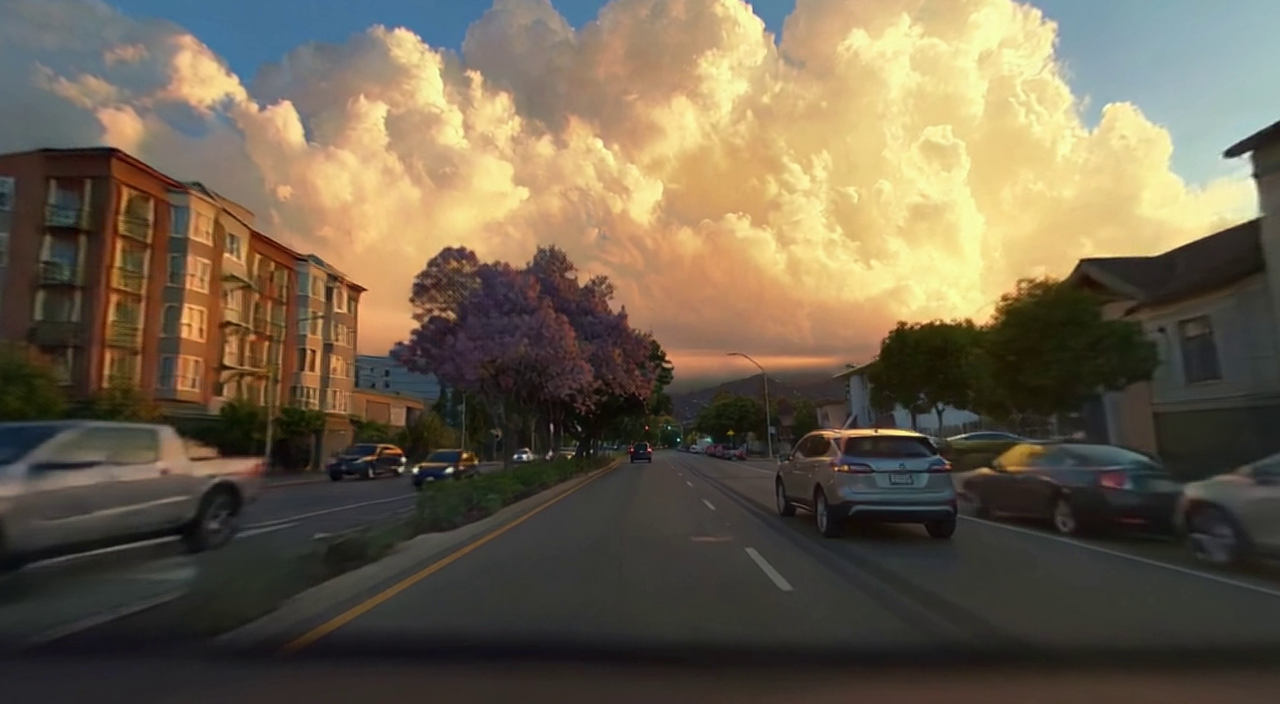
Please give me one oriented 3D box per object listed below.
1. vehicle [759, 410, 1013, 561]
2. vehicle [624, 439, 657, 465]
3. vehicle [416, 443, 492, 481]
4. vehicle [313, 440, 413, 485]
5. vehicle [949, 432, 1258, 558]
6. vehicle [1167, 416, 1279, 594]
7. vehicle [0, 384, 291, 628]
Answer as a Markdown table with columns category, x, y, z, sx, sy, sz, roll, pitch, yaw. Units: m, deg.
| category | x | y | z | sx | sy | sz | roll | pitch | yaw |
| --- | --- | --- | --- | --- | --- | --- | --- | --- | --- |
| vehicle | 3.314 | 1.894 | 9.714 | 2.071 | 1.747 | 4.549 | 0 | -8 | 0 |
| vehicle | 0.070 | 7.225 | 45.635 | 2.244 | 1.813 | 4.129 | 0 | -8 | 1 |
| vehicle | -7.930 | 4.725 | 27.330 | 1.931 | 1.491 | 4.026 | 0 | -8 | 2 |
| vehicle | -11.738 | 4.688 | 27.133 | 2.021 | 1.730 | 4.866 | 0 | -8 | 1 |
| vehicle | 7.309 | 2.197 | 10.749 | 1.865 | 1.576 | 4.651 | 1 | -7 | 2 |
| vehicle | 7.198 | 1.340 | 5.095 | 2.022 | 1.714 | 4.550 | 0 | -8 | 2 |
| vehicle | -5.717 | 1.327 | 6.022 | 2.034 | 1.771 | 4.795 | -1 | -7 | 0 |
